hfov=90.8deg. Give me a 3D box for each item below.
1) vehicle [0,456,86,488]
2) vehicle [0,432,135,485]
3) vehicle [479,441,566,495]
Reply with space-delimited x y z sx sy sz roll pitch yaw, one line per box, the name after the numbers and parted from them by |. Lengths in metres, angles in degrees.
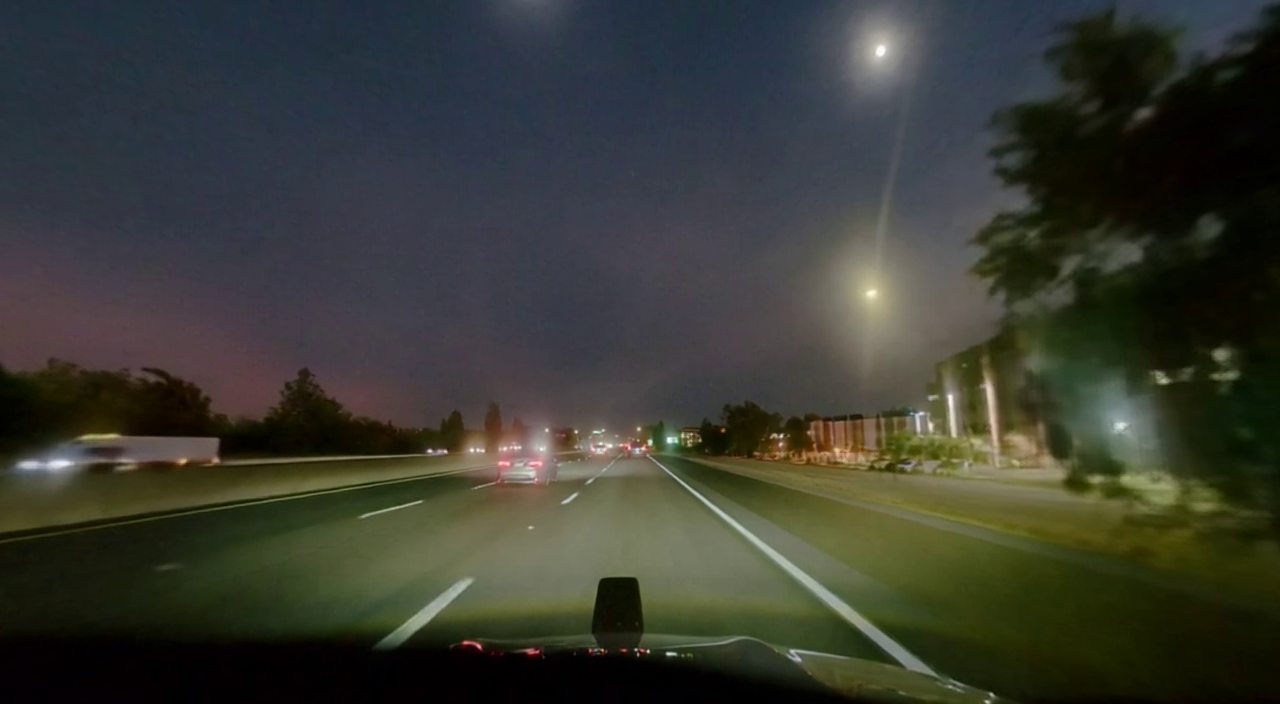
-32.024 6.251 33.234 1.794 1.513 4.383 0 -9 0 | vehicle
-40.190 7.368 44.052 2.892 3.305 8.355 0 -9 0 | vehicle
-3.510 3.542 19.655 1.920 1.463 4.134 0 -9 0 | vehicle
